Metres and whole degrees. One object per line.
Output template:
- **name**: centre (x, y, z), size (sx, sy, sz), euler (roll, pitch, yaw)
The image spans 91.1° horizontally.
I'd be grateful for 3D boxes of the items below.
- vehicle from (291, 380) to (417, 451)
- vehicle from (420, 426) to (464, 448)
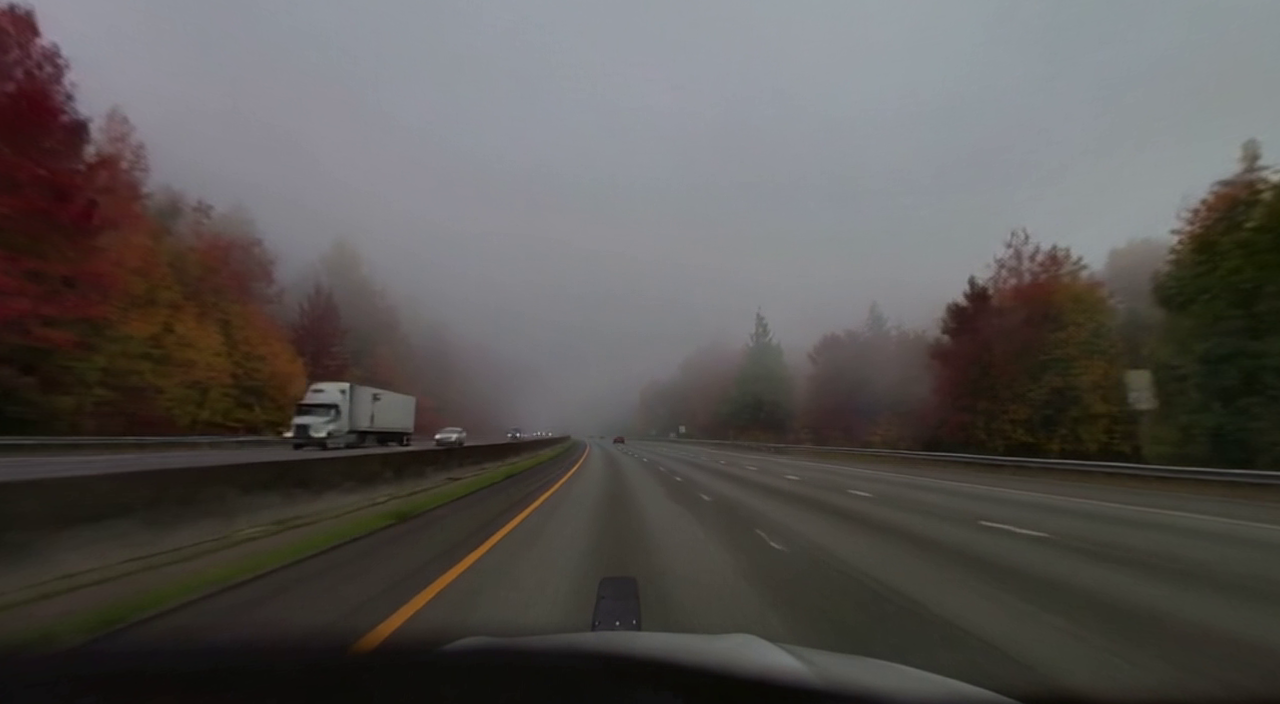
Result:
- **vehicle**: centre (-19.140, 4.637, 43.665), size (2.967, 4.106, 14.224), euler (0, -8, -4)
- **vehicle**: centre (-14.833, 6.386, 47.386), size (1.926, 1.561, 4.710), euler (0, -8, -2)
